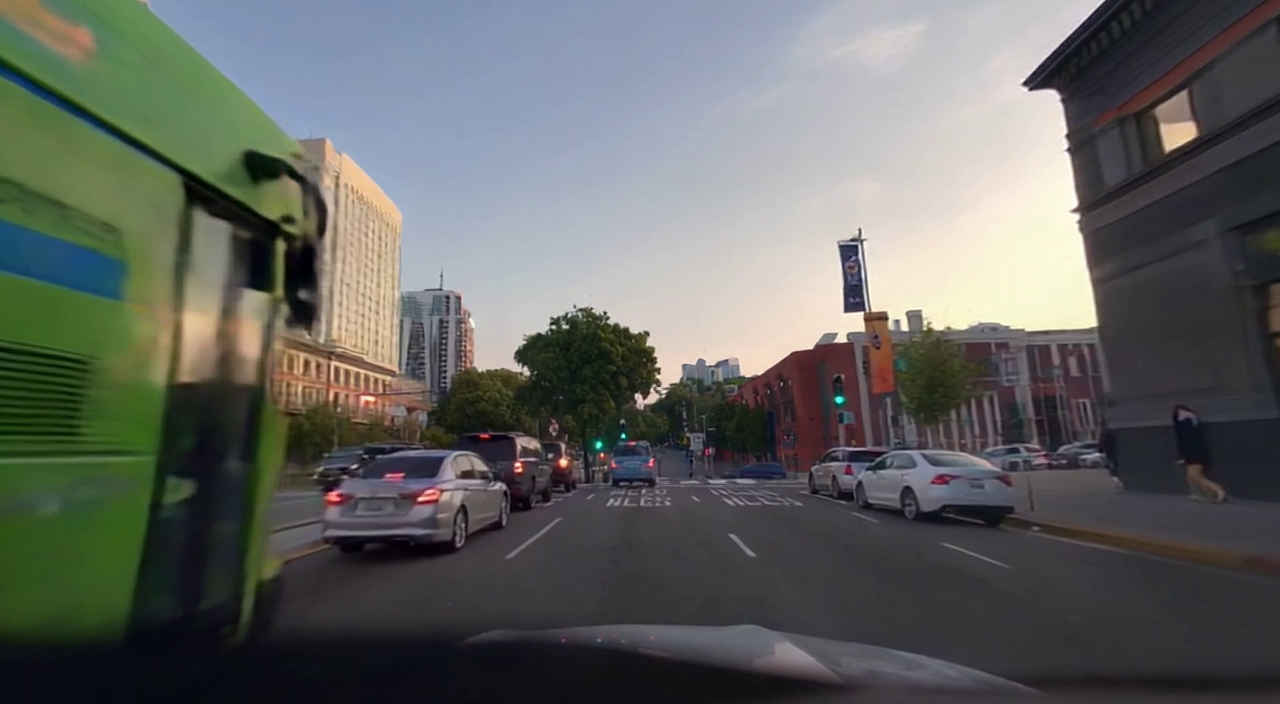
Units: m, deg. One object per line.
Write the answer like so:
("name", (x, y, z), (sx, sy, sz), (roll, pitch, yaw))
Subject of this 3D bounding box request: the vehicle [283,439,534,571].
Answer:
("vehicle", (-2.973, 2.050, 9.335), (1.930, 1.450, 4.497), (0, -8, 1))

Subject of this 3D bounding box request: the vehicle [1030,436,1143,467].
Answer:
("vehicle", (23.755, 5.298, 33.669), (4.598, 1.519, 1.994), (0, -9, -5))

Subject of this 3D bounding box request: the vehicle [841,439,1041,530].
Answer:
("vehicle", (5.908, 2.624, 13.156), (1.919, 1.529, 4.558), (0, -9, 0))

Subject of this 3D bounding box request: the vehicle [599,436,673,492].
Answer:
("vehicle", (-0.023, 3.901, 22.385), (2.328, 1.746, 5.072), (-1, -9, 3))

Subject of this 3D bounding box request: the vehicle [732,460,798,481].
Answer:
("vehicle", (9.839, 9.355, 49.801), (4.766, 1.502, 1.891), (-2, -11, -1))
